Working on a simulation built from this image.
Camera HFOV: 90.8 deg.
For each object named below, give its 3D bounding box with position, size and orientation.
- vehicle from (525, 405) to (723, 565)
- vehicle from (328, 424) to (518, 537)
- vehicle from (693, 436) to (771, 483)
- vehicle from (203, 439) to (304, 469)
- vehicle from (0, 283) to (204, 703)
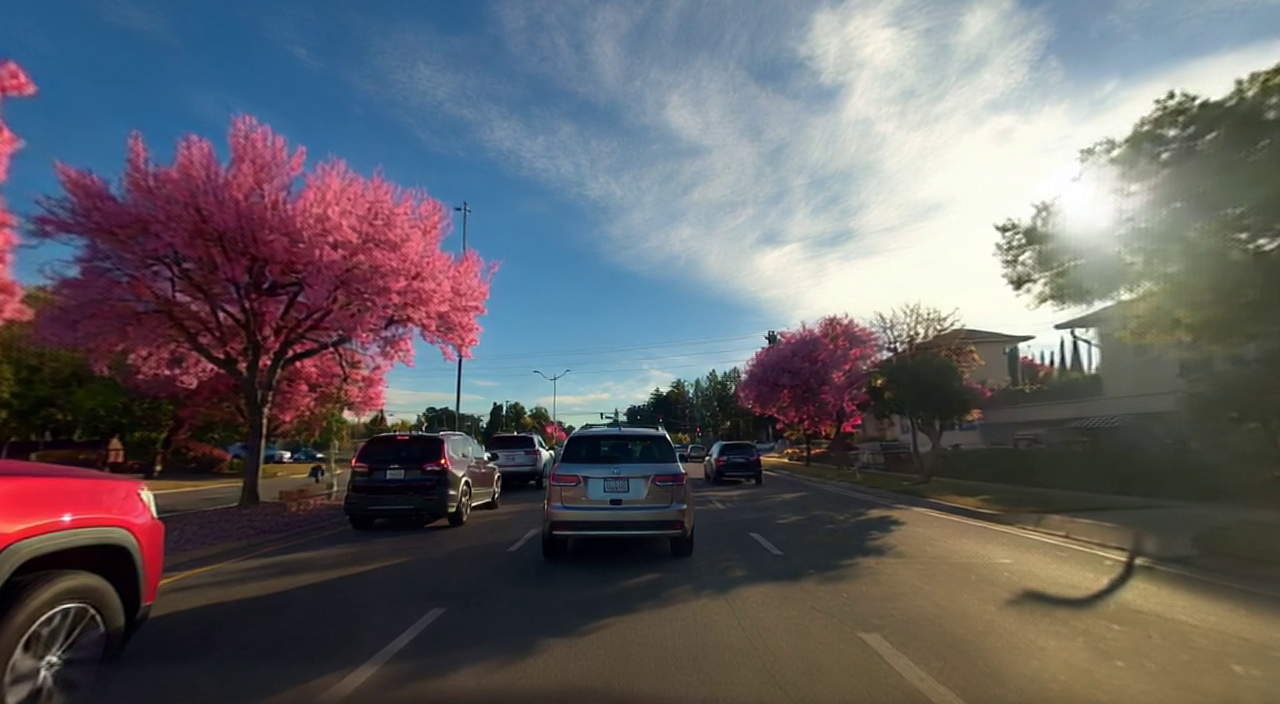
[{"bbox_3d":[-0.192,1.728,8.864,2.112,1.693,4.058,0,-8,-1],"label":"vehicle"},{"bbox_3d":[-3.661,2.234,11.648,1.948,1.668,4.279,0,-8,0],"label":"vehicle"},{"bbox_3d":[3.244,3.890,23.186,2.056,1.536,4.678,0,-8,-1],"label":"vehicle"},{"bbox_3d":[-28.492,7.526,46.840,5.856,2.096,2.481,3,-9,-18],"label":"vehicle"},{"bbox_3d":[-3.530,0.513,0.937,2.304,1.928,4.833,0,-8,0],"label":"vehicle"}]
